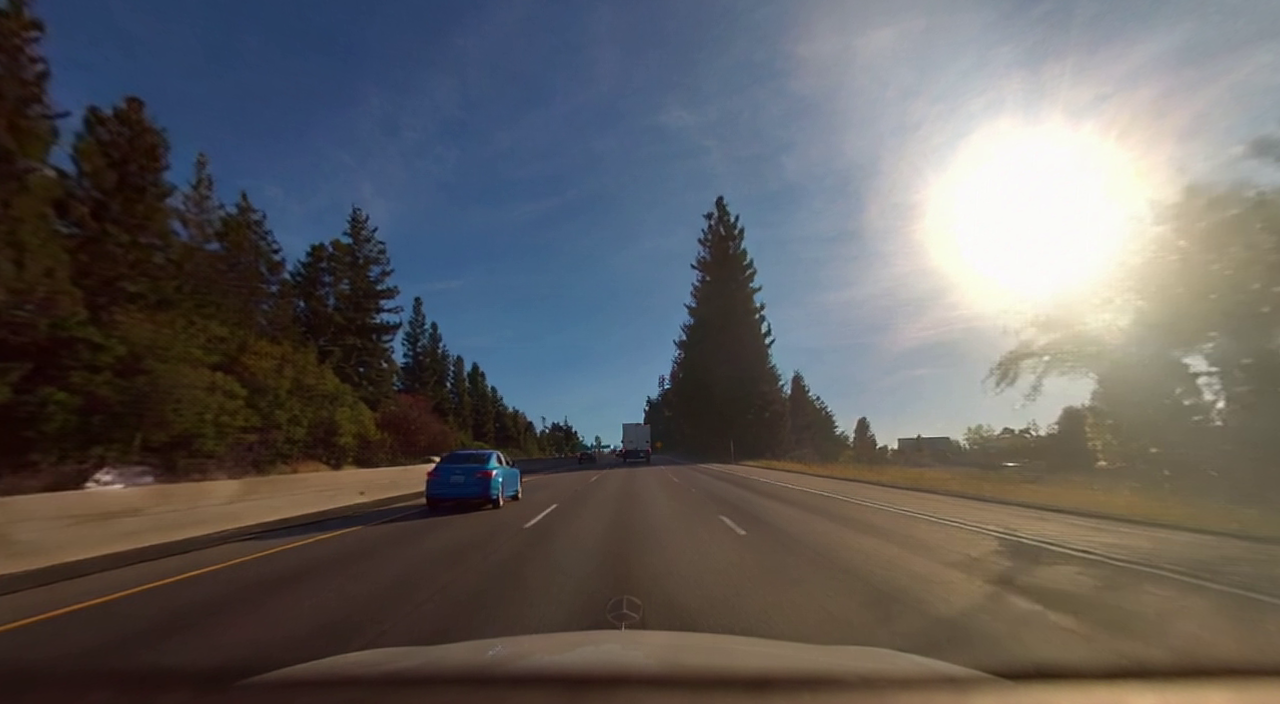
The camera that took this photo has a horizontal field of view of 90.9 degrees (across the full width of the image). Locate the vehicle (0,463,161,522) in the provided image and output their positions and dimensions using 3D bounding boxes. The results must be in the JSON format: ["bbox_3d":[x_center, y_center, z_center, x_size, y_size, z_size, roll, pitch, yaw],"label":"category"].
[{"bbox_3d":[-18.114,4.433,20.374,1.980,1.580,3.988,0,-9,1],"label":"vehicle"}]

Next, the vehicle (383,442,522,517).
[{"bbox_3d":[-4.232,2.933,15.078,1.916,1.506,4.476,0,-9,1],"label":"vehicle"}]
